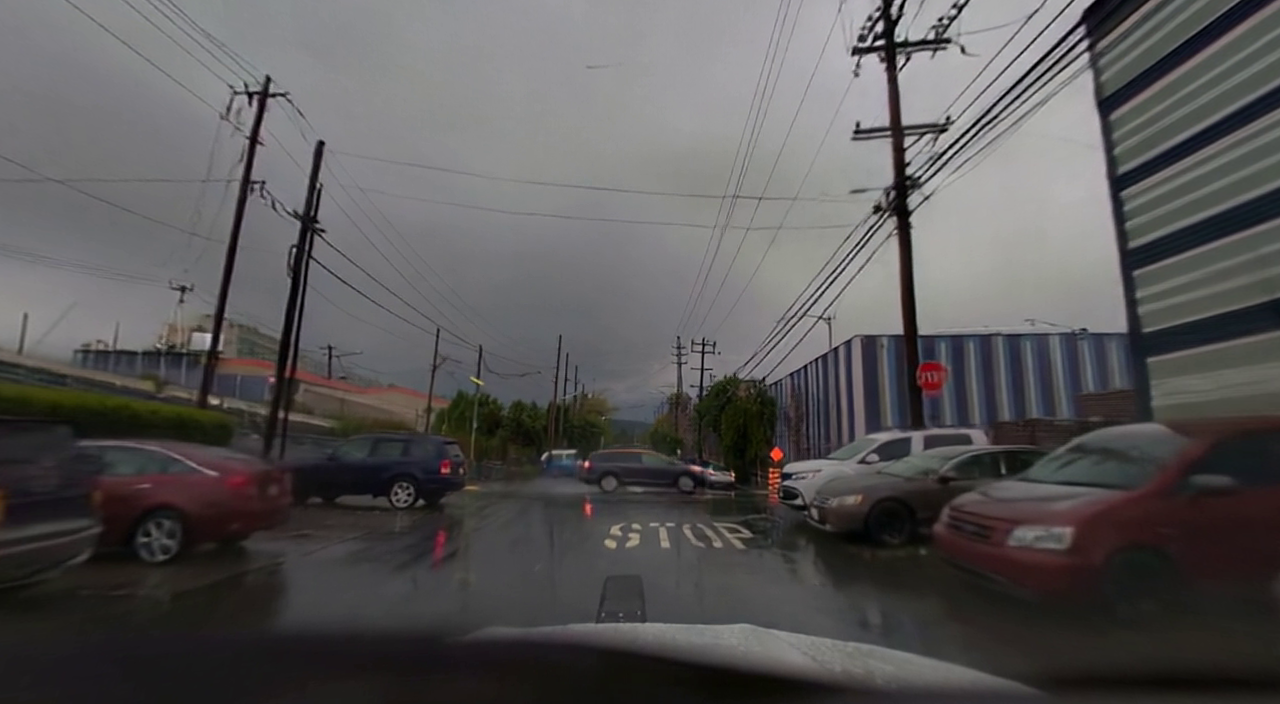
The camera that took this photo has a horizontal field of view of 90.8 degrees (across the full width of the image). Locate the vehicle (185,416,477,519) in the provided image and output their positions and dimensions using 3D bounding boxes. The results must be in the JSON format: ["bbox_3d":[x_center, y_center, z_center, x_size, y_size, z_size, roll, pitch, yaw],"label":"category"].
[{"bbox_3d":[-6.332,2.430,13.473,5.025,1.648,2.055,4,-9,0],"label":"vehicle"}]

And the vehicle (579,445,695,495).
[{"bbox_3d":[-0.106,4.367,23.622,4.157,1.754,1.835,0,-8,-1],"label":"vehicle"}]

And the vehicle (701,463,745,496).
[{"bbox_3d":[5.059,7.828,39.159,2.007,1.804,4.136,0,-8,-2],"label":"vehicle"}]

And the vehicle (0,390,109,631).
[{"bbox_3d":[-6.673,1.132,4.449,4.082,1.723,1.896,0,-9,0],"label":"vehicle"}]

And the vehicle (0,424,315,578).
[{"bbox_3d":[-6.942,1.691,7.780,4.713,1.440,1.984,3,-9,2],"label":"vehicle"}]

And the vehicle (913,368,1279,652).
[{"bbox_3d":[4.889,1.274,5.127,4.450,1.719,2.066,4,-10,1],"label":"vehicle"}]
